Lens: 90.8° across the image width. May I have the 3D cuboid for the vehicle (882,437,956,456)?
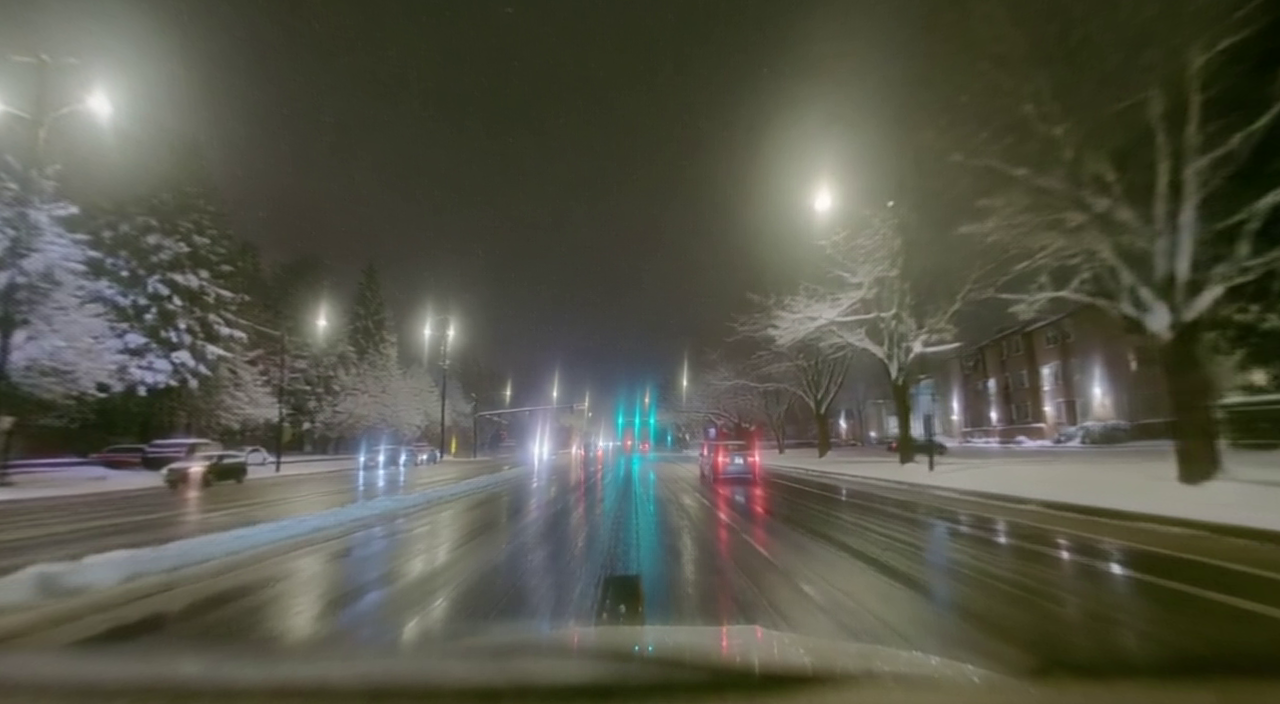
[{"bbox_3d":[21.554,7.322,48.893,4.748,1.451,2.089,0,-8,-1],"label":"vehicle"}]

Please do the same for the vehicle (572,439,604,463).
[{"bbox_3d":[-3.769,7.227,46.368,1.935,1.617,4.045,0,-8,0],"label":"vehicle"}]

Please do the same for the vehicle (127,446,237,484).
[{"bbox_3d":[-22.457,5.507,31.258,1.926,1.681,4.601,0,-8,1],"label":"vehicle"}]

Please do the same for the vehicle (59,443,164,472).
[{"bbox_3d":[-30.554,6.091,36.627,4.278,1.625,1.974,0,-8,-1],"label":"vehicle"}]

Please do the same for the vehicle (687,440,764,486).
[{"bbox_3d":[2.882,3.816,22.188,1.966,1.449,4.290,0,-8,-2],"label":"vehicle"}]

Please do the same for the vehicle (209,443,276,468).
[{"bbox_3d":[-30.026,7.818,47.774,3.855,1.693,1.875,-2,-8,1],"label":"vehicle"}]
